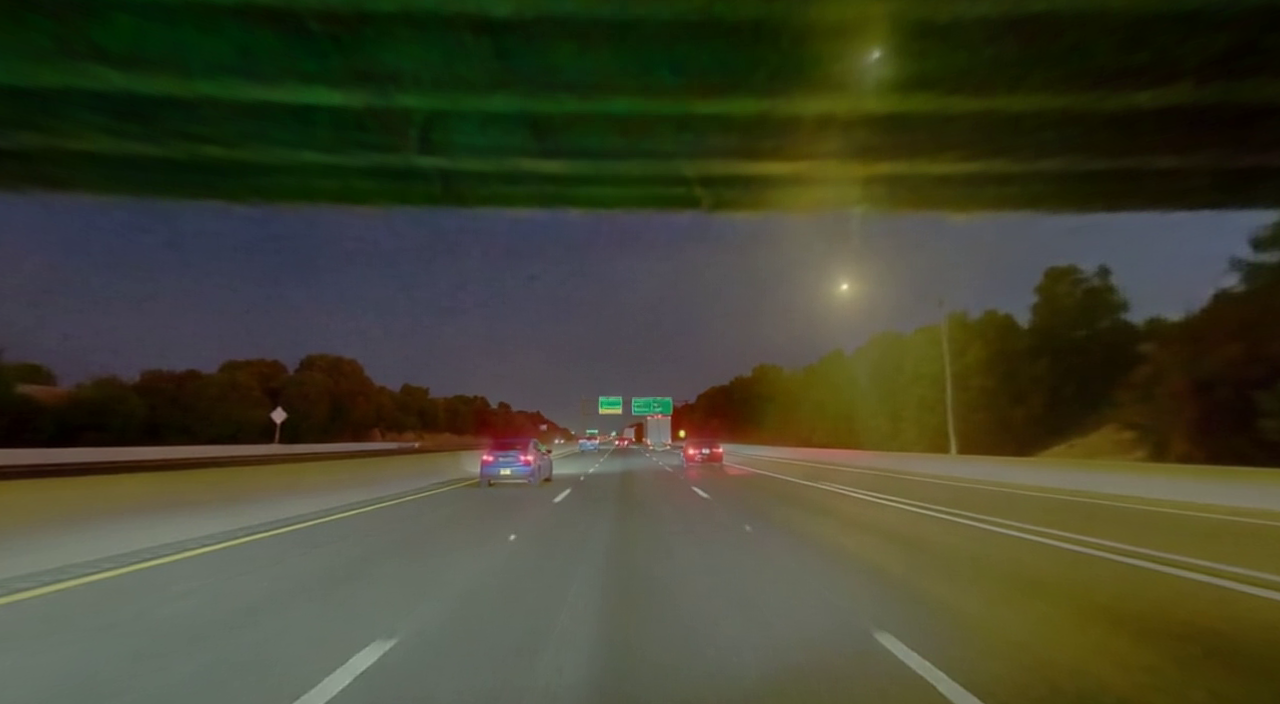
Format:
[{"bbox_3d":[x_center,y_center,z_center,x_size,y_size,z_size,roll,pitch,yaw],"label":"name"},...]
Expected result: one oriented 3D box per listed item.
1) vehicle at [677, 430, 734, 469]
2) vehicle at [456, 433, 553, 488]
[{"bbox_3d":[2.957,4.516,29.343,2.001,1.625,4.088,0,-8,-3],"label":"vehicle"},{"bbox_3d":[-4.009,3.289,19.434,2.064,1.479,4.370,0,-8,0],"label":"vehicle"}]
